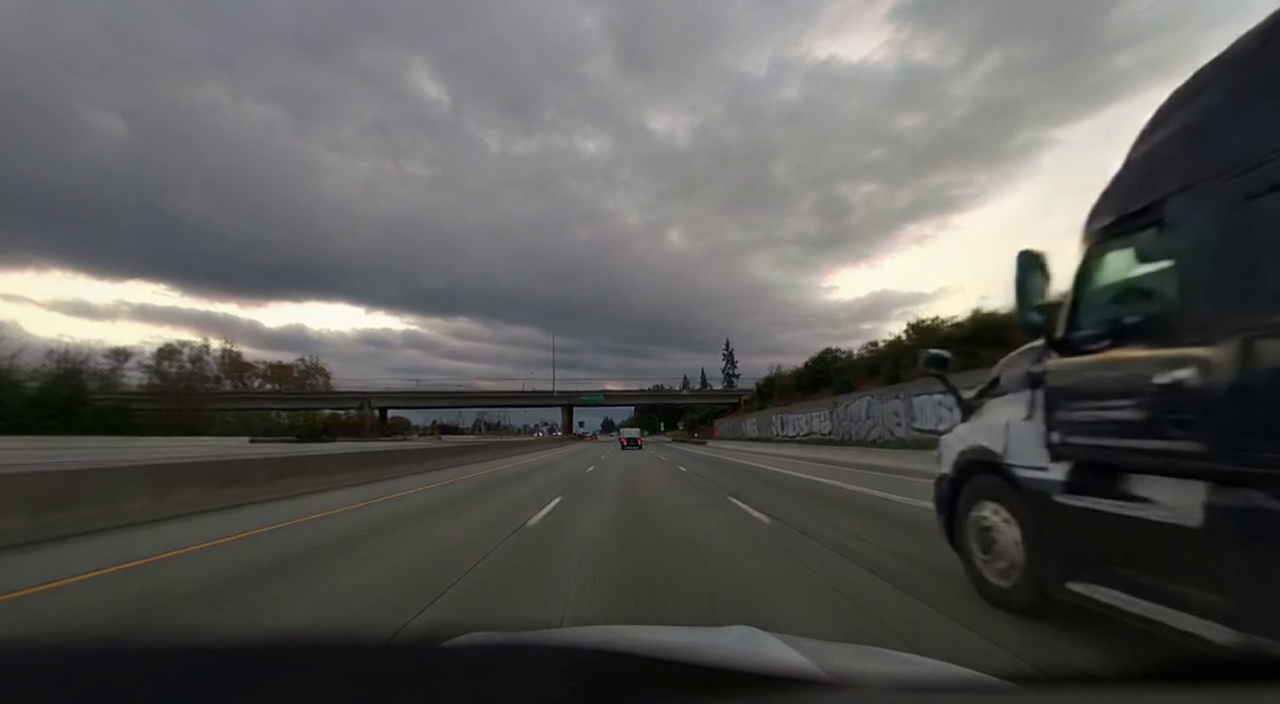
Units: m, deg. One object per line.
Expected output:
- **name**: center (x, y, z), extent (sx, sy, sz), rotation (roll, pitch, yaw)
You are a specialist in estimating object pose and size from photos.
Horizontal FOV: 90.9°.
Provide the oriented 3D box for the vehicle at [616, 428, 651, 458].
- **vehicle**: center (-0.500, 6.250, 43.510), extent (2.277, 1.913, 4.510), rotation (0, -8, -2)
